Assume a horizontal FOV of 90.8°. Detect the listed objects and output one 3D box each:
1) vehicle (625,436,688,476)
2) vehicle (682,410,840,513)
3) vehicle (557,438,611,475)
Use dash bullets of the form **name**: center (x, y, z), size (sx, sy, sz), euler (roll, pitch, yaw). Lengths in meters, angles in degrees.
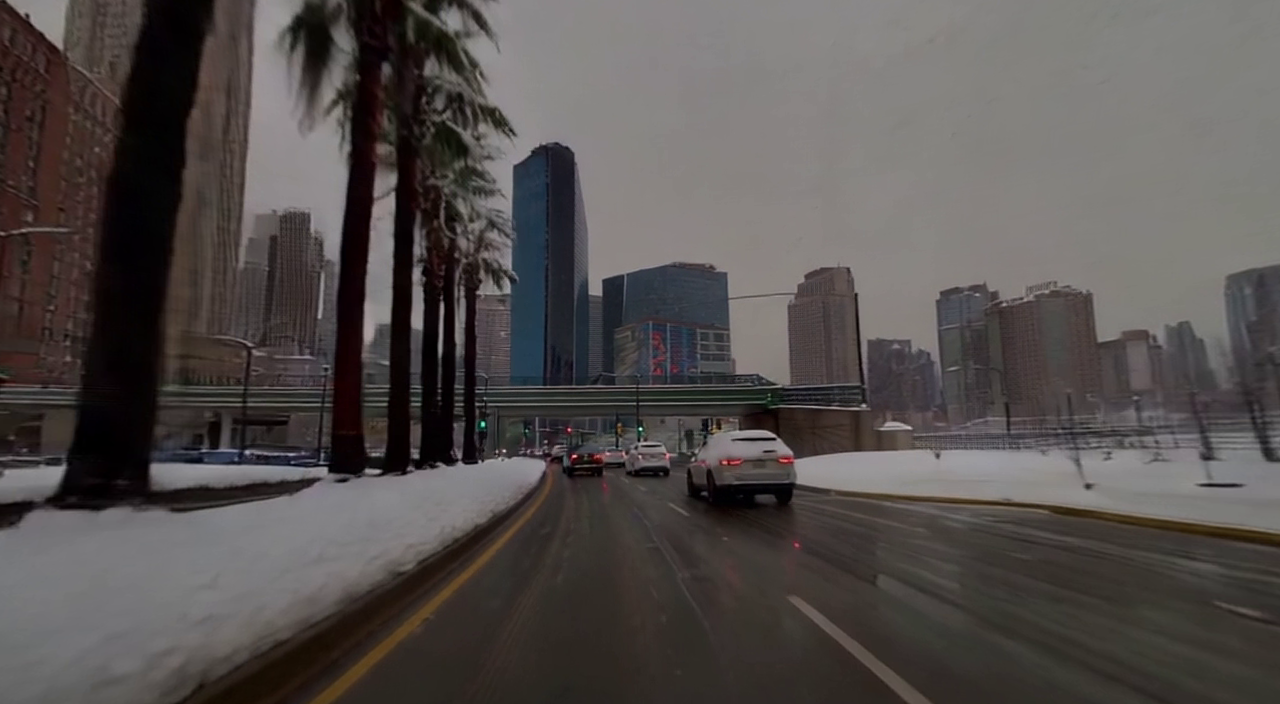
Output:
- **vehicle**: center (0.667, 4.848, 29.627), size (2.214, 1.711, 4.474), euler (1, -9, -9)
- **vehicle**: center (2.559, 2.542, 15.040), size (2.407, 1.991, 5.130), euler (0, -9, -4)
- **vehicle**: center (-2.865, 5.101, 31.074), size (2.332, 1.625, 4.933), euler (1, -9, -9)
